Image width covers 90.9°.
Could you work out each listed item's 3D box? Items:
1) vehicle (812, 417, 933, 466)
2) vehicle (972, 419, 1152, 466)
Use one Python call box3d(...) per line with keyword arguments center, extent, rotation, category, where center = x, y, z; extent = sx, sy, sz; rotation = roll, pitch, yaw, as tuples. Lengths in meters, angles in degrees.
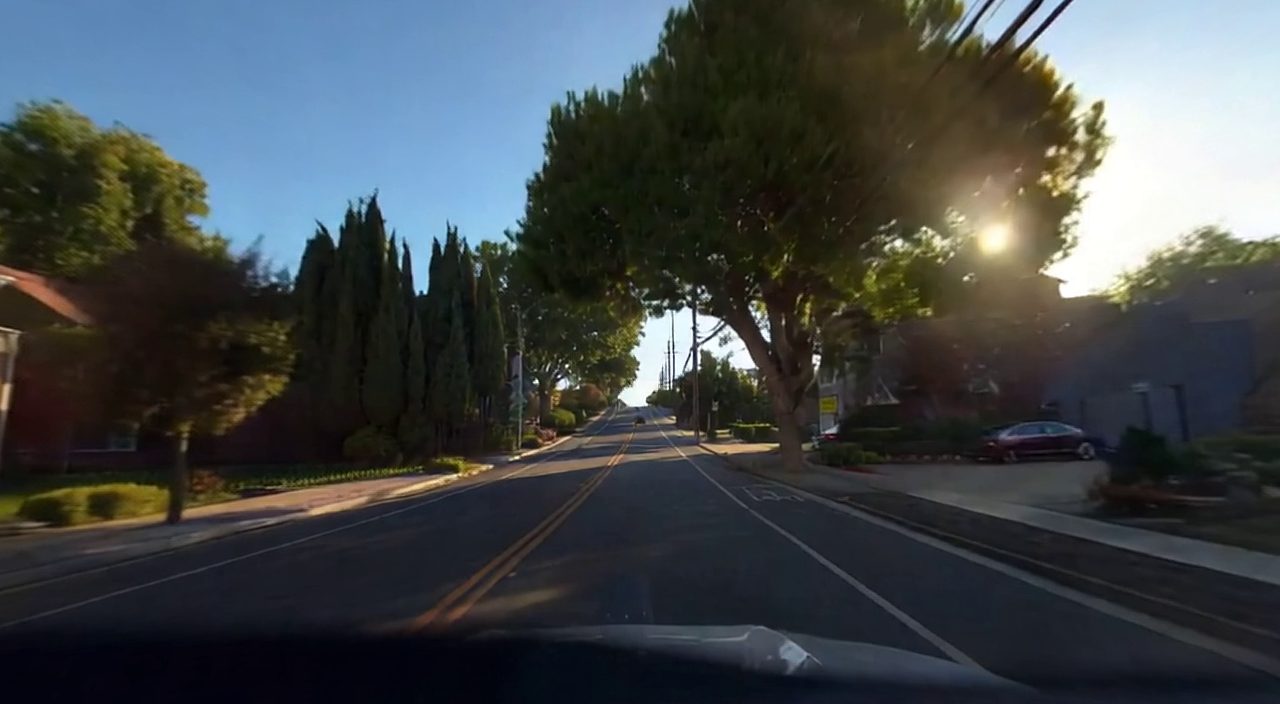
box3d(center=(10.582, 4.159, 28.767), extent=(4.707, 1.794, 2.303), rotation=(-9, -14, 29), category="vehicle")
box3d(center=(15.044, 3.318, 22.923), extent=(5.046, 1.548, 2.174), rotation=(-4, -9, 24), category="vehicle")
